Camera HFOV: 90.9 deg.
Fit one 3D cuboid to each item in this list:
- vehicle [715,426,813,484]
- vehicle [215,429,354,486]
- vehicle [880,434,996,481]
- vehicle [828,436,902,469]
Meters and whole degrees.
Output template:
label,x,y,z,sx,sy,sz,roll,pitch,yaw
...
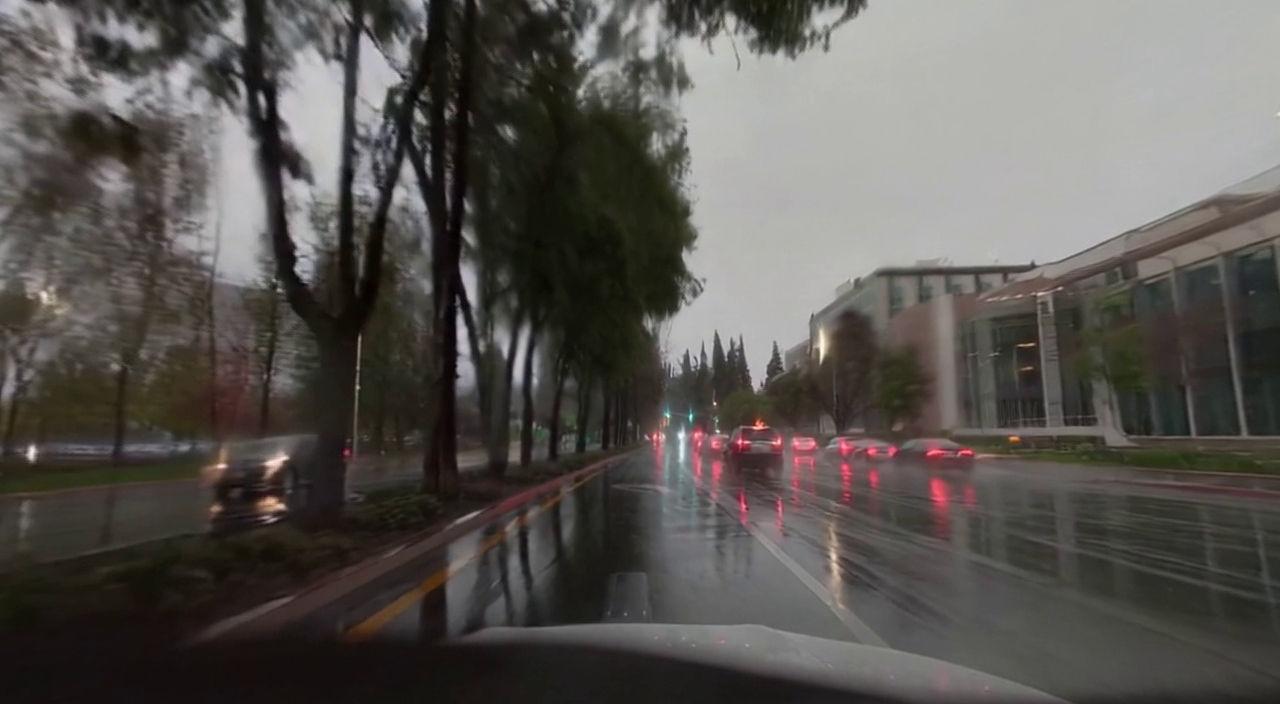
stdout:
label,x,y,z,sx,sy,sz,roll,pitch,yaw
vehicle,3.923,3.365,20.841,2.216,1.675,4.627,0,-9,-1
vehicle,-13.991,4.182,25.339,2.285,1.931,5.530,-3,-9,1
vehicle,10.441,3.724,22.531,1.840,1.467,4.731,0,-9,0
vehicle,10.680,4.820,30.318,1.841,1.471,4.790,0,-9,0
